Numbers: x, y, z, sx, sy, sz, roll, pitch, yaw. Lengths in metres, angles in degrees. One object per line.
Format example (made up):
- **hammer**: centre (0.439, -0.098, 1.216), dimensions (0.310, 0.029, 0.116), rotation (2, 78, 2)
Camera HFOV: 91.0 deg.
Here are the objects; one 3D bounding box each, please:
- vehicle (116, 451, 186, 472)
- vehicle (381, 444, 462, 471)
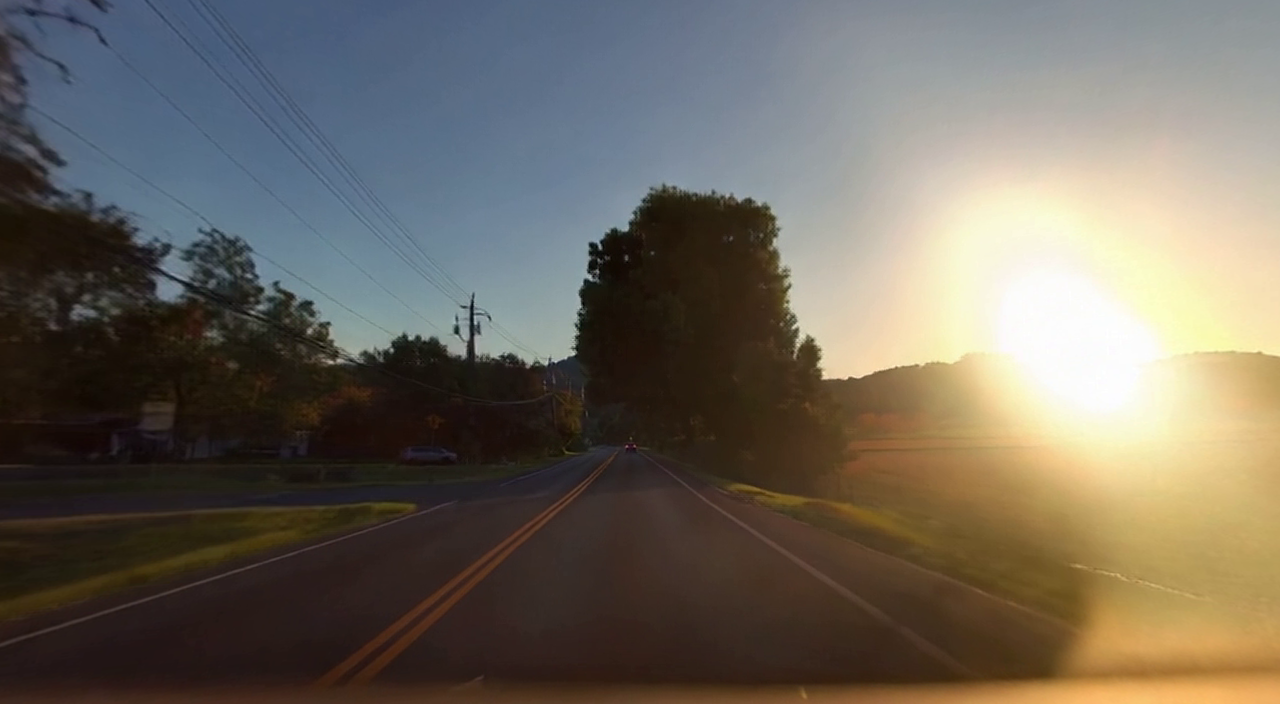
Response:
- **vehicle**: centre (-35.257, 7.872, 45.336), dimensions (4.566, 1.459, 1.772), rotation (-4, -10, 21)
- **vehicle**: centre (-15.234, 7.366, 44.077), dimensions (4.894, 1.774, 2.150), rotation (0, -8, 1)
